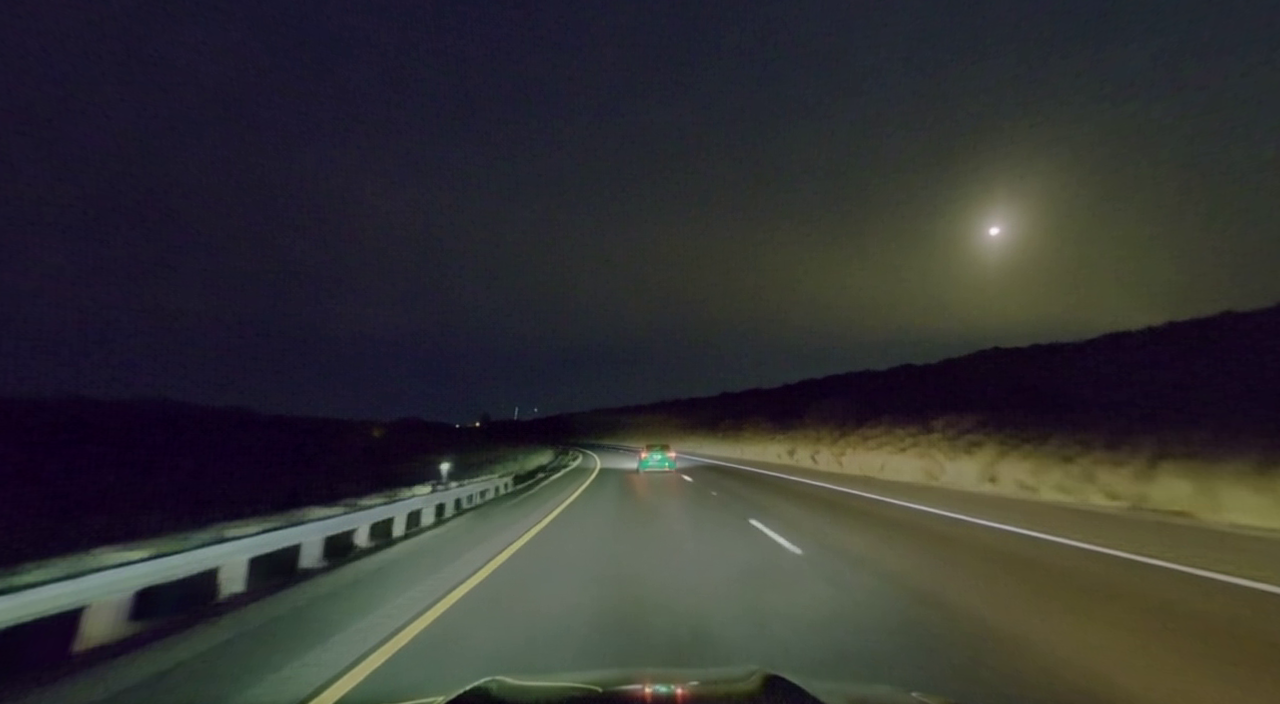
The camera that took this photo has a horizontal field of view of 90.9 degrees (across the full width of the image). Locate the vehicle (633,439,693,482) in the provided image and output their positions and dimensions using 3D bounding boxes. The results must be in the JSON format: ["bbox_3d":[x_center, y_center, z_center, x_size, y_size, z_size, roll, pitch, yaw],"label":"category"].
[{"bbox_3d":[0.777,4.110,24.254,2.029,1.474,4.183,0,-8,-2],"label":"vehicle"}]
